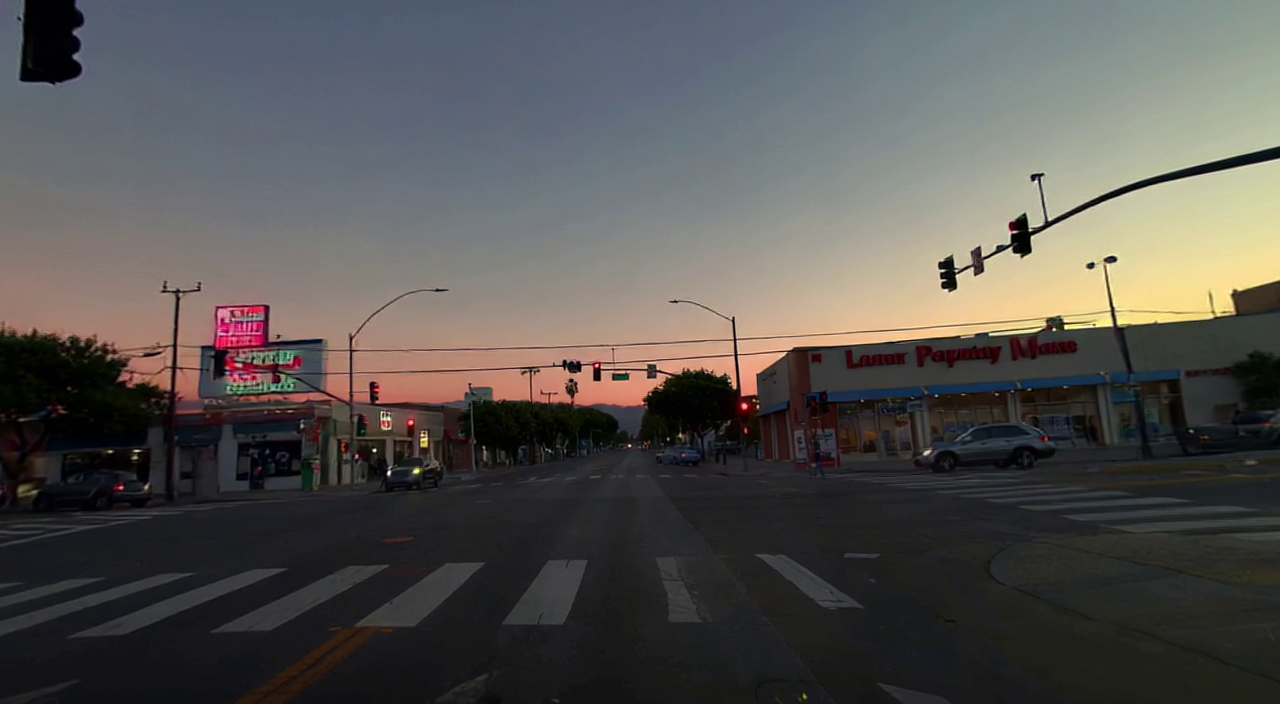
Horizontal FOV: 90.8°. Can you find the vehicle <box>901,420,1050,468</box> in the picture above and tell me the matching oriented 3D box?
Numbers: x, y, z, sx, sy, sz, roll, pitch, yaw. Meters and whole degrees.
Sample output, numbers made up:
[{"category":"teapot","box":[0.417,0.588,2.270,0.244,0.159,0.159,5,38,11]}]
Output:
[{"category":"vehicle","box":[13.034,3.646,24.948,4.916,1.730,1.986,-4,-9,21]}]

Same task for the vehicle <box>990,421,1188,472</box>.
[{"category":"vehicle","box":[14.364,3.096,20.622,4.835,1.487,1.913,-4,-9,20]}]

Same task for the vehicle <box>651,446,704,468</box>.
[{"category":"vehicle","box":[2.627,7.527,45.623,1.969,1.491,4.612,3,-9,-23]}]

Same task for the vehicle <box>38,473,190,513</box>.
[{"category":"vehicle","box":[-21.283,5.690,25.665,4.676,1.463,1.909,-1,-8,6]}]

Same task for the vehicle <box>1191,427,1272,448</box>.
[{"category":"vehicle","box":[42.041,6.062,44.909,4.347,1.446,1.777,1,-9,-9]}]
